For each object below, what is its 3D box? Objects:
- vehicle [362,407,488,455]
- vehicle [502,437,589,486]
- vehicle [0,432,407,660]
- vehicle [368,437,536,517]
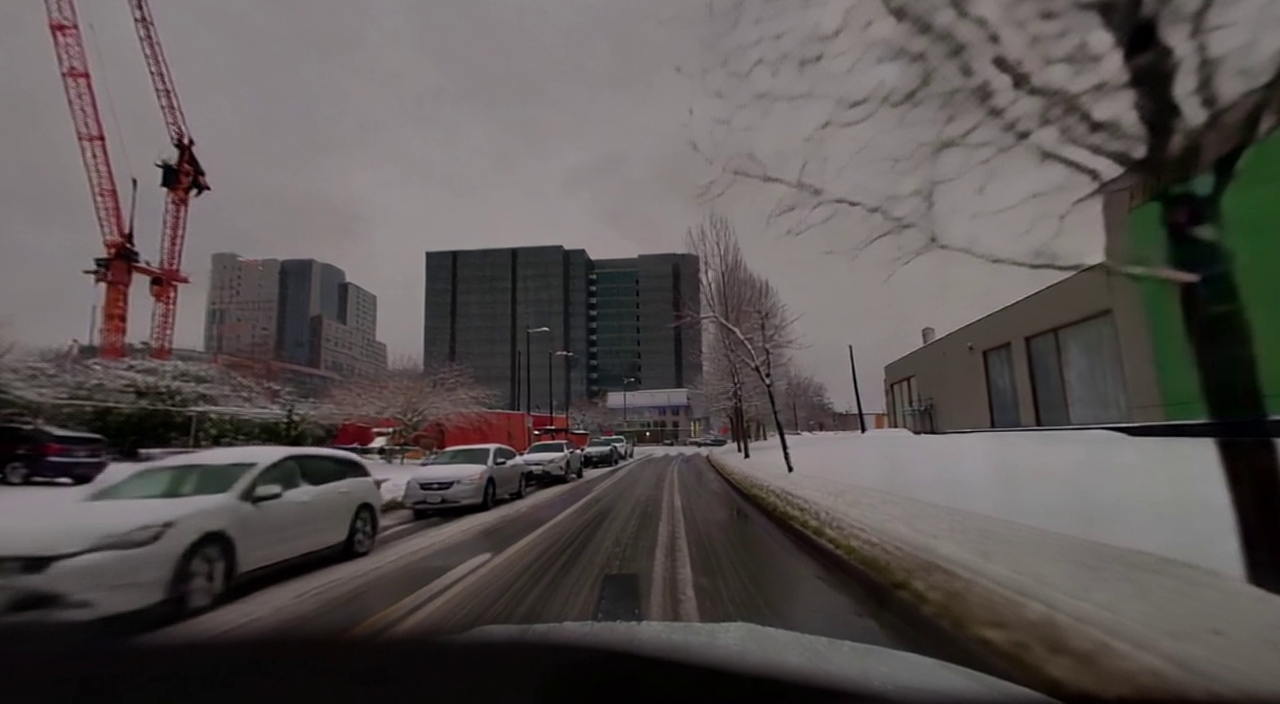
[{"bbox_3d":[-11.654,4.346,34.362,6.039,2.449,2.273,-2,-8,10],"label":"vehicle"},{"bbox_3d":[-3.021,3.585,21.065,1.948,1.460,4.394,-1,-8,4],"label":"vehicle"},{"bbox_3d":[-4.025,1.527,6.108,1.806,1.451,3.878,-1,-8,4],"label":"vehicle"},{"bbox_3d":[-3.746,2.544,13.528,1.996,1.411,4.370,-1,-8,4],"label":"vehicle"}]
